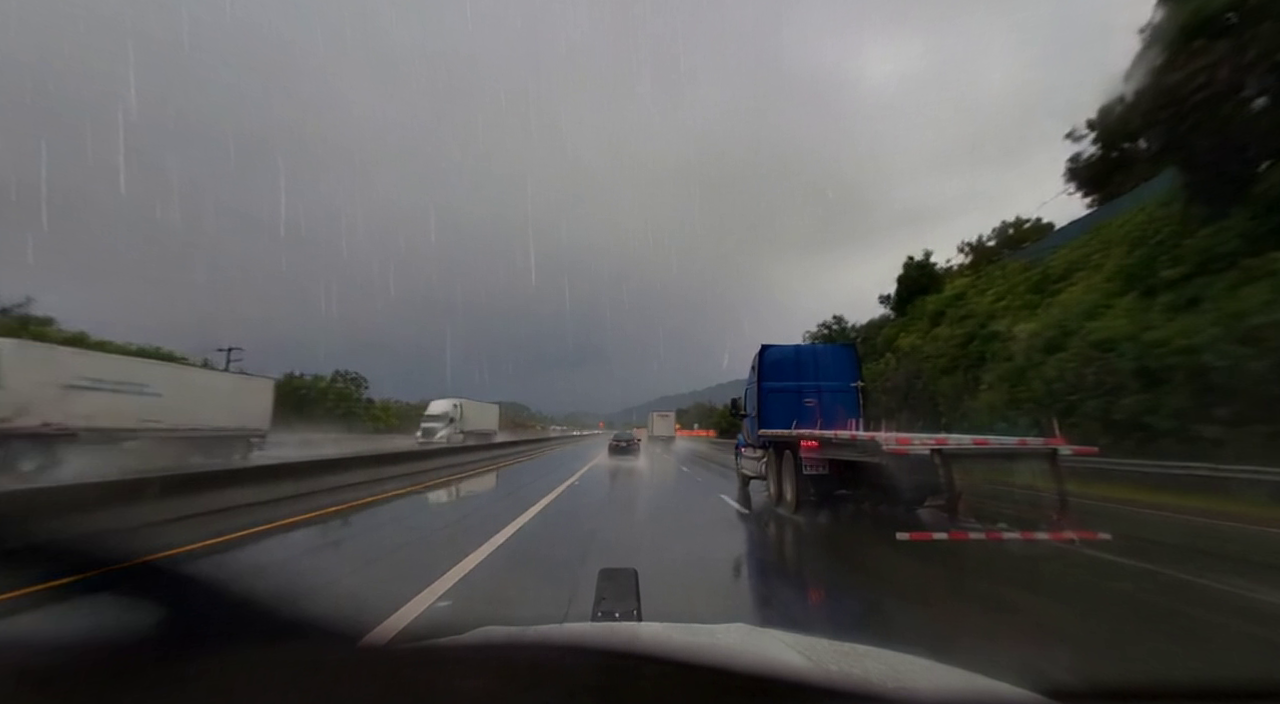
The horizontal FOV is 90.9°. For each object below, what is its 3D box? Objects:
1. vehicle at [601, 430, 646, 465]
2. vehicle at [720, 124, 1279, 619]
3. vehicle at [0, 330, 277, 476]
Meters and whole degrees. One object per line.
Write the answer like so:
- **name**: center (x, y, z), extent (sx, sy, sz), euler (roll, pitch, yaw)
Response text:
- **vehicle**: center (-0.748, 4.345, 28.819), extent (1.929, 1.469, 3.677), euler (0, -8, -1)
- **vehicle**: center (3.584, 0.768, 10.032), extent (2.919, 3.634, 10.888), euler (0, -8, -1)
- **vehicle**: center (-19.386, 2.291, 24.071), extent (2.857, 4.045, 13.948), euler (0, -8, 0)
